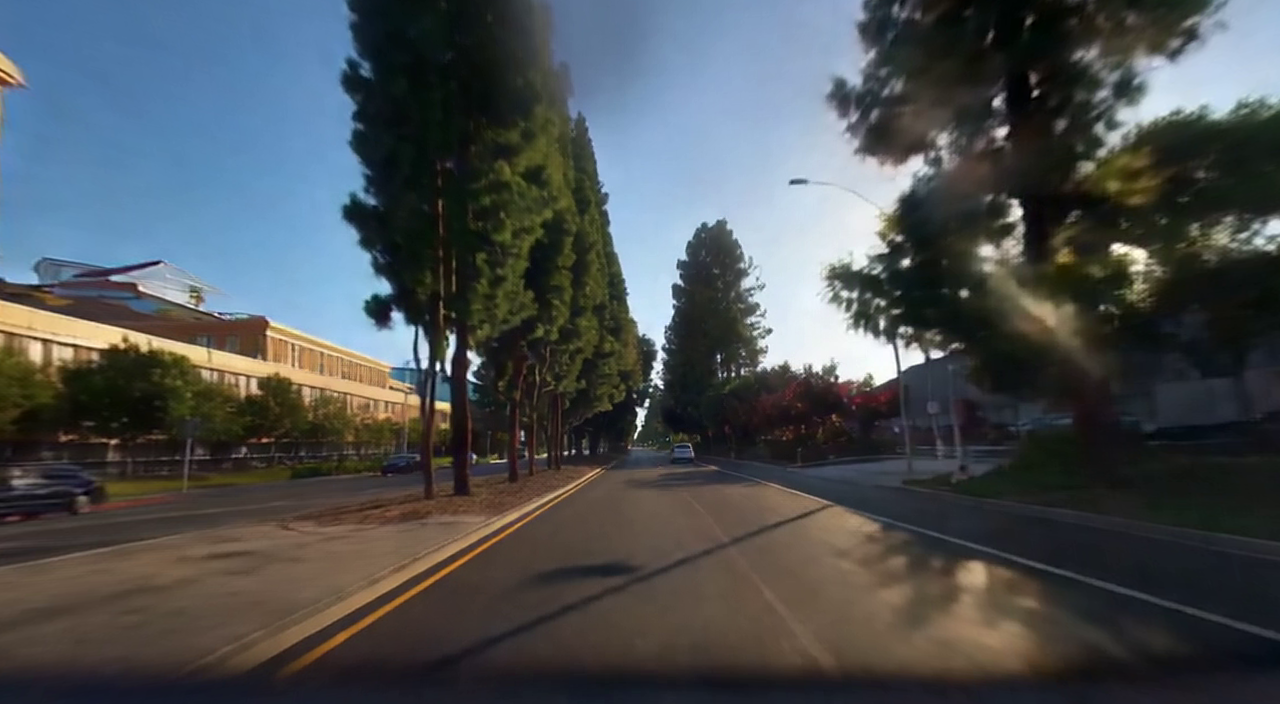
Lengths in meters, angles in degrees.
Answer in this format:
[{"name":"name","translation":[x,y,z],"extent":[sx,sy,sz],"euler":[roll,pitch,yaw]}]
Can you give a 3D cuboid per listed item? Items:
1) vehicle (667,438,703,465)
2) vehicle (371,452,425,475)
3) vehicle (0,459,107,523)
[{"name":"vehicle","translation":[3.143,7.105,45.364],"extent":[2.085,1.828,5.383],"euler":[0,-8,-1]},{"name":"vehicle","translation":[-16.867,7.753,44.304],"extent":[1.908,1.445,4.730],"euler":[0,-8,1]},{"name":"vehicle","translation":[-16.971,3.593,16.377],"extent":[1.973,1.536,4.871],"euler":[0,-8,1]}]
